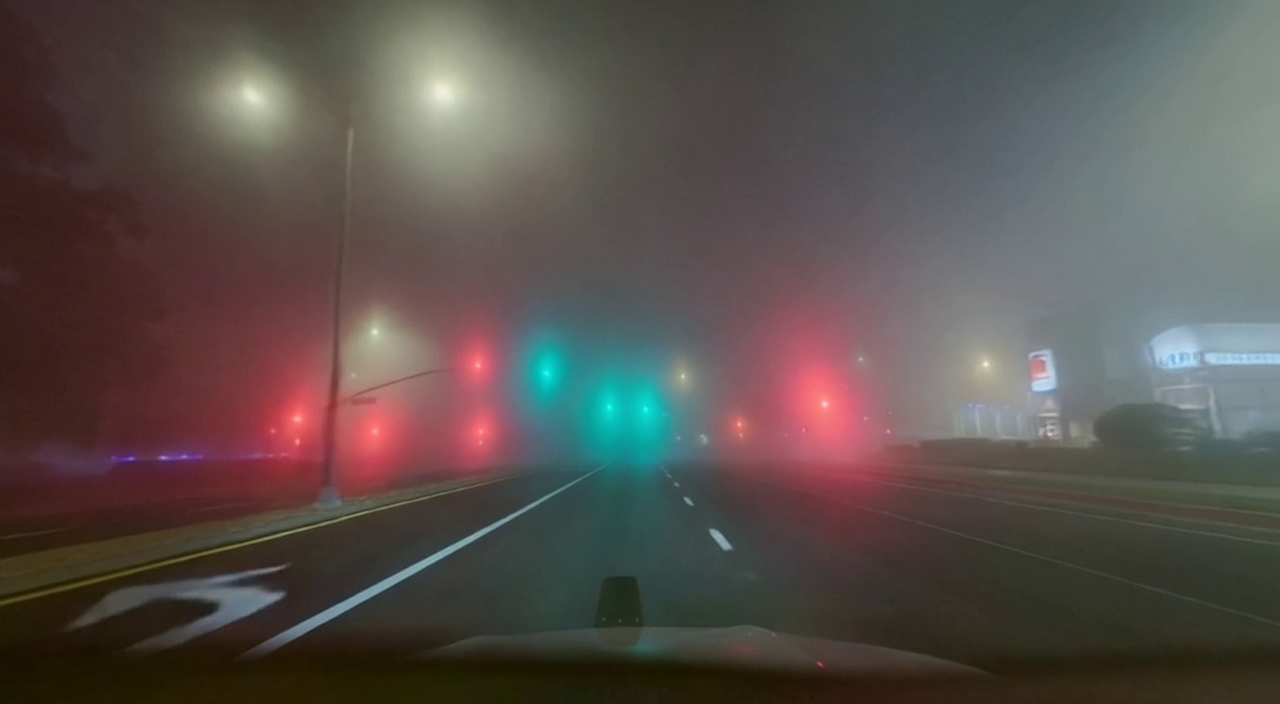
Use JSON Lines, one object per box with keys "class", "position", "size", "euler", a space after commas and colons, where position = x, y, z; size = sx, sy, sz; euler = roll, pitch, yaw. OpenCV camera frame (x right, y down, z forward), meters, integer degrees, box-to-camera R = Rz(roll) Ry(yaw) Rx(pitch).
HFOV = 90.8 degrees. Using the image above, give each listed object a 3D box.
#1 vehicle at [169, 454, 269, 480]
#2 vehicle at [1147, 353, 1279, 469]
{"class": "vehicle", "position": [-30.852, 8.447, 46.451], "size": [5.418, 1.823, 2.531], "euler": [0, -9, -2]}
{"class": "vehicle", "position": [20.782, 1.904, 19.732], "size": [7.304, 3.335, 2.869], "euler": [0, -9, -2]}
